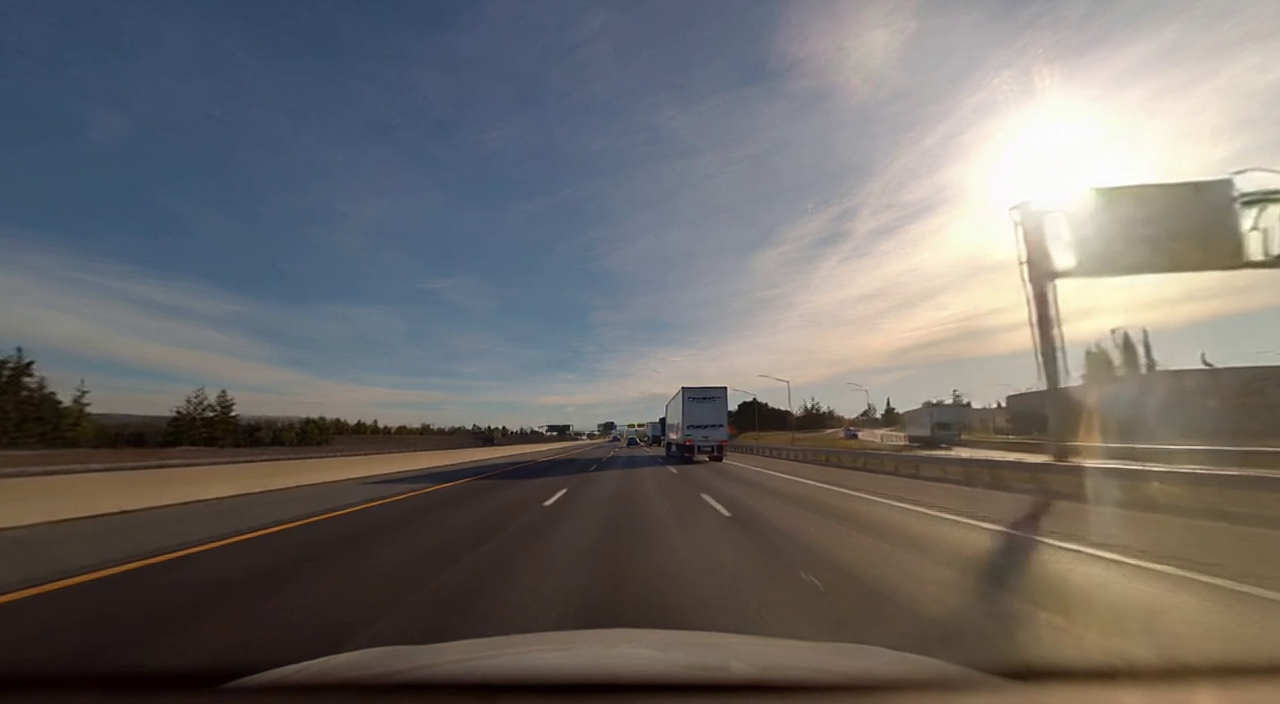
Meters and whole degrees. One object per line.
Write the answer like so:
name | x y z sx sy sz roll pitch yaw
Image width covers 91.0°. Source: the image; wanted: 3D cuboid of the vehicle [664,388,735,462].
vehicle | 3.593 5.058 42.107 2.976 4.064 14.619 0 -8 -1
